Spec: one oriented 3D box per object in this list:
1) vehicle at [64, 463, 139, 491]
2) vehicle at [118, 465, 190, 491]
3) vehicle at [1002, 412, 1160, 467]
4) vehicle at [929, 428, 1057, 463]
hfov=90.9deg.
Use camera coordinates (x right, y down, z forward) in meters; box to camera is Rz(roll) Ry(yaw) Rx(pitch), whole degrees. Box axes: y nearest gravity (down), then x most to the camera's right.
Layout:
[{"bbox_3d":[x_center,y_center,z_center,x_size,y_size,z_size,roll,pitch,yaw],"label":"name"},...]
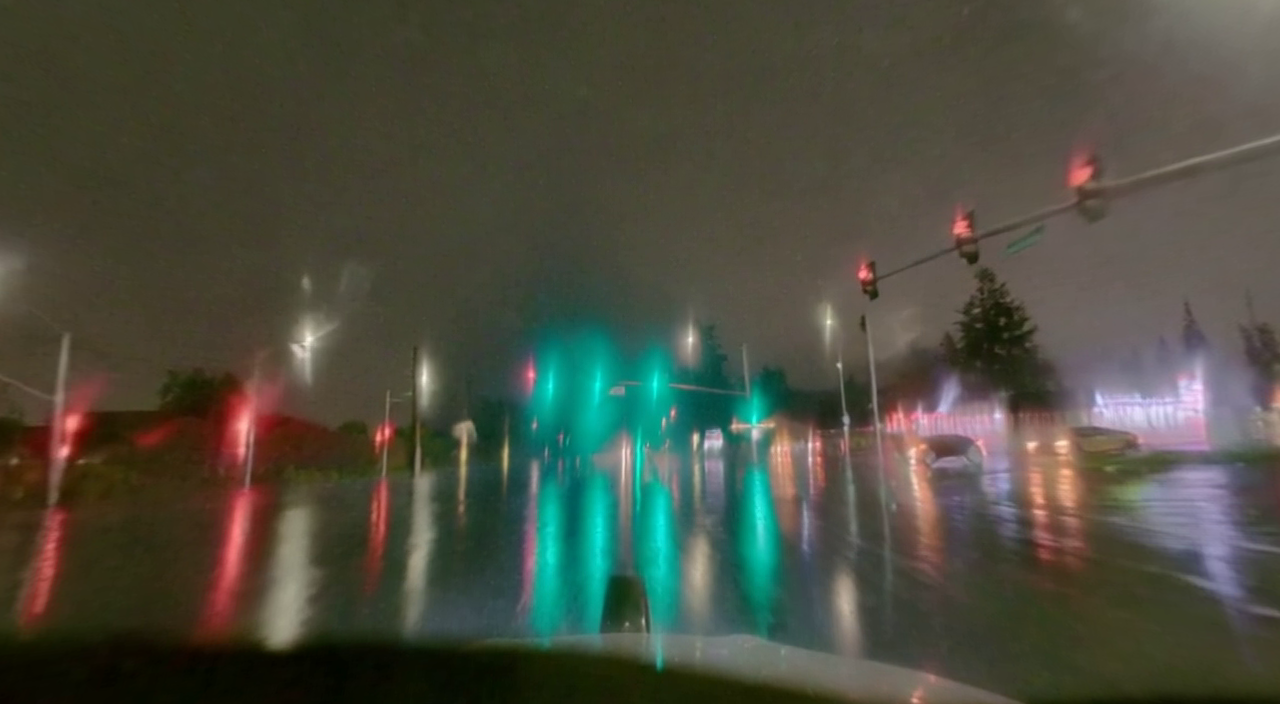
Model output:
[{"bbox_3d":[-40.826,9.437,47.882,1.887,1.769,4.326,-1,-7,0],"label":"vehicle"},{"bbox_3d":[-37.782,9.784,49.115,1.959,1.633,4.579,-4,-9,1],"label":"vehicle"},{"bbox_3d":[17.611,3.515,25.327,4.721,1.637,2.256,-5,-8,-8],"label":"vehicle"},{"bbox_3d":[15.749,4.187,28.287,4.582,1.436,2.073,0,-9,-7],"label":"vehicle"}]
